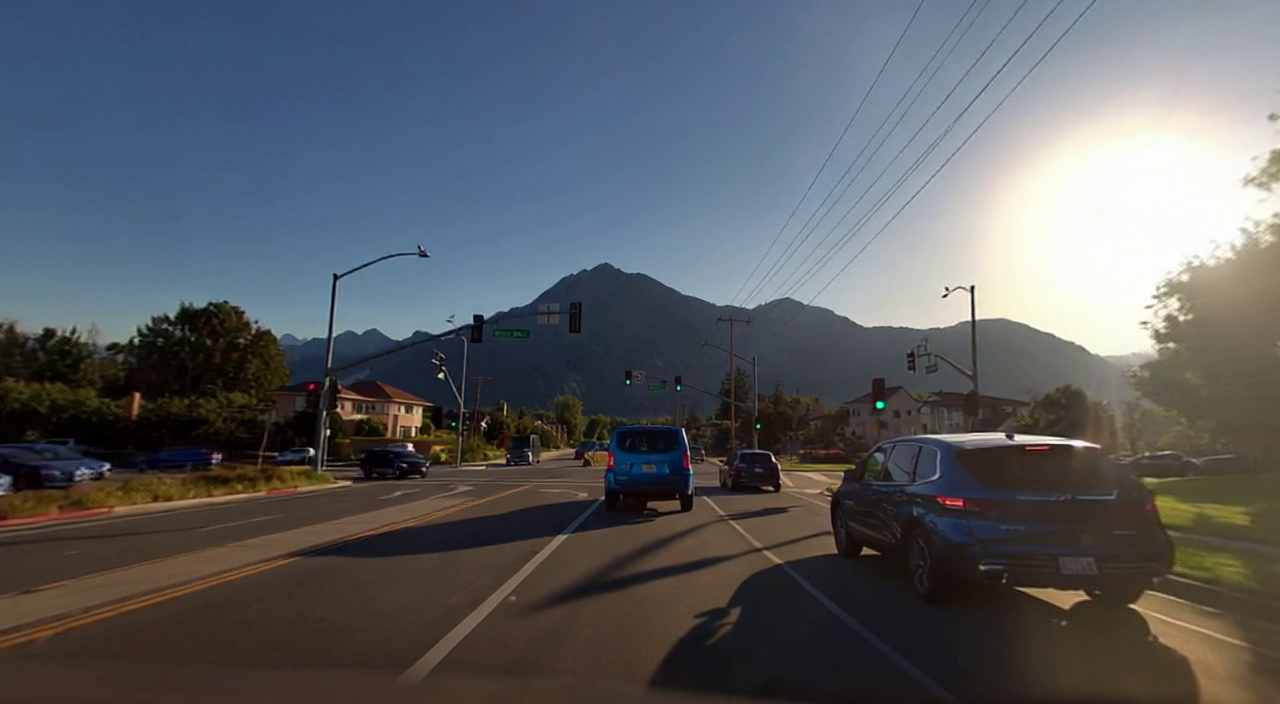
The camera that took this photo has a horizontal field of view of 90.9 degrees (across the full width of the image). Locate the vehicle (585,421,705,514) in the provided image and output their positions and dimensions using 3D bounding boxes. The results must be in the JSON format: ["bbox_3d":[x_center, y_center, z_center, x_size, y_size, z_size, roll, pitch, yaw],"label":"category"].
[{"bbox_3d":[0.129,2.916,16.456,2.636,2.011,5.130,0,-8,1],"label":"vehicle"}]

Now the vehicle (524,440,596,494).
[{"bbox_3d":[-2.769,4.098,22.856,2.059,1.749,4.458,0,-8,0],"label":"vehicle"}]

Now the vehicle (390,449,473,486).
[{"bbox_3d":[-9.618,5.209,28.814,2.005,1.533,4.644,7,-11,-39],"label":"vehicle"}]

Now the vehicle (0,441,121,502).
[{"bbox_3d":[-20.421,3.946,21.266,1.996,1.809,4.699,1,-8,-4],"label":"vehicle"}]

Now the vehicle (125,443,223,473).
[{"bbox_3d":[-28.392,6.473,38.511,4.428,1.738,1.886,0,-8,-1],"label":"vehicle"}]

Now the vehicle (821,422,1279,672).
[{"bbox_3d":[3.666,1.663,6.663,2.155,1.658,4.721,0,-8,1],"label":"vehicle"}]

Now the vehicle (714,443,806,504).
[{"bbox_3d":[3.571,3.683,19.623,1.957,1.646,4.355,0,-8,0],"label":"vehicle"}]
